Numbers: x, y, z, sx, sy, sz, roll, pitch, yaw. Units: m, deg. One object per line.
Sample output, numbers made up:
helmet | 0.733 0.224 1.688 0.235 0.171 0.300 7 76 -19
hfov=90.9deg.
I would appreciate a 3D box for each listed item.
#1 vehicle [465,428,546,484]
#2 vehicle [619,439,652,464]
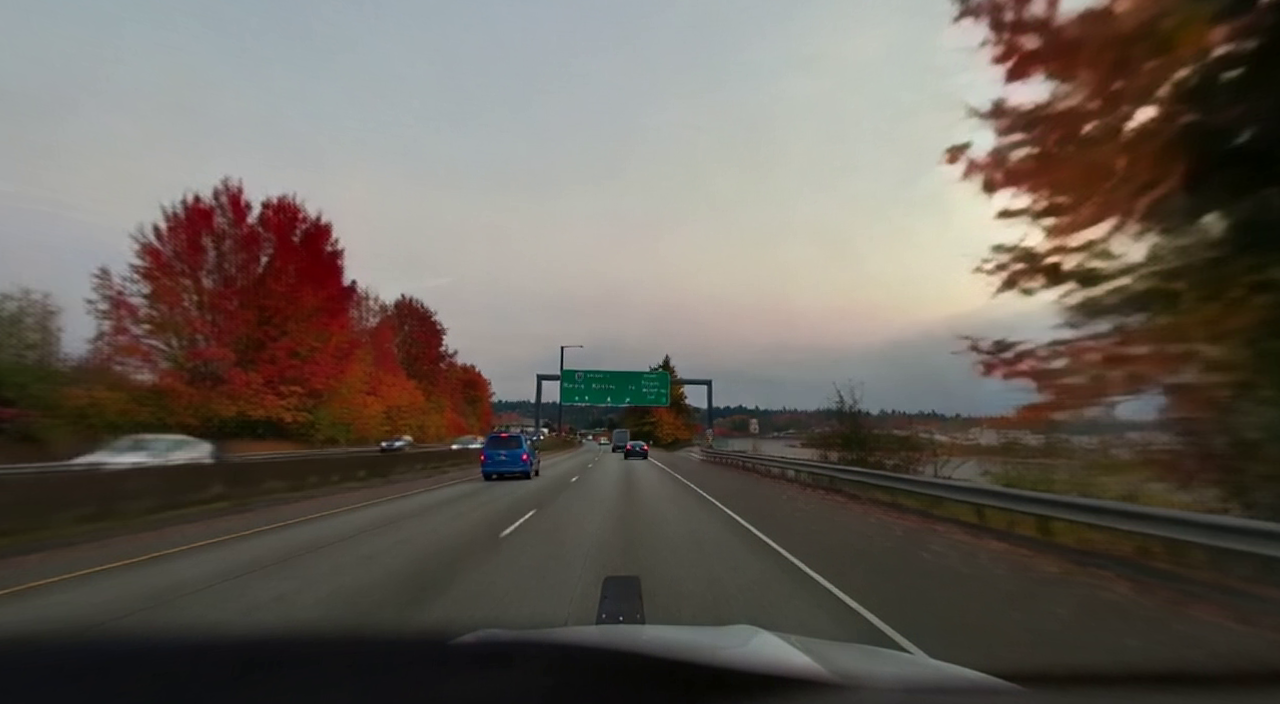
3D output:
vehicle | -4.542 3.578 21.914 1.924 1.720 4.195 0 -8 -1
vehicle | -0.299 6.236 39.619 1.939 1.497 3.863 0 -8 -1
